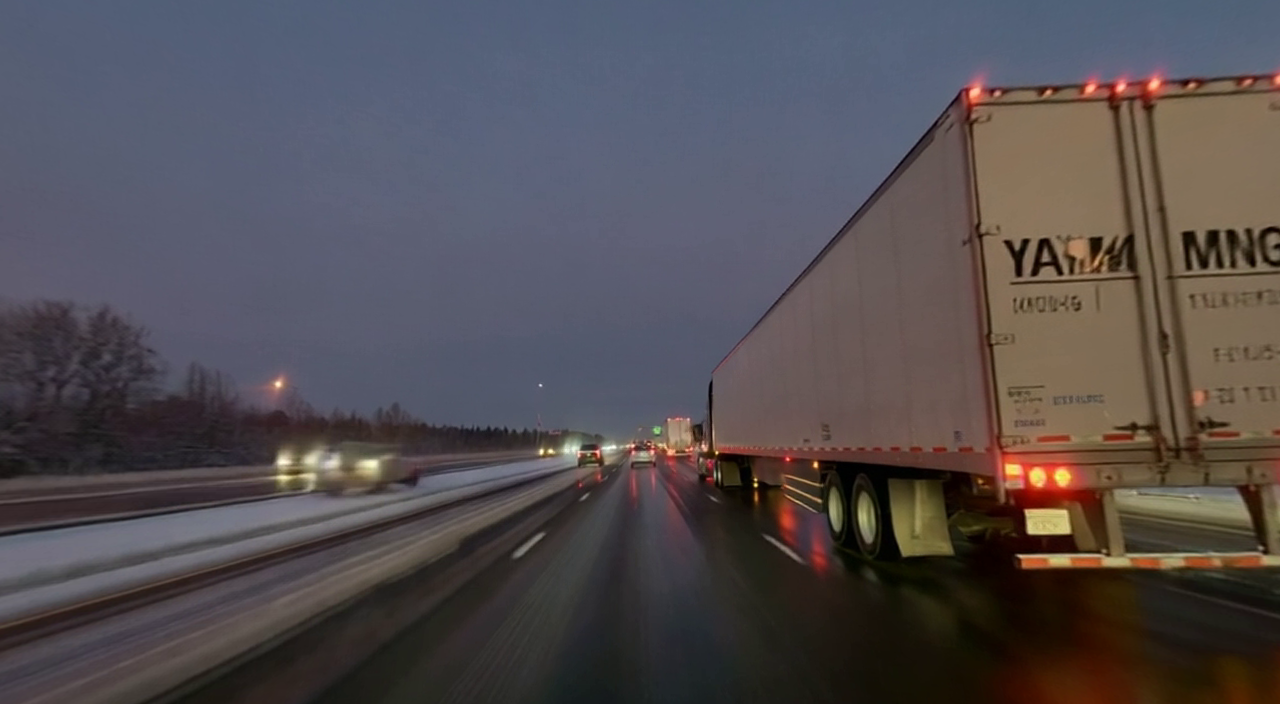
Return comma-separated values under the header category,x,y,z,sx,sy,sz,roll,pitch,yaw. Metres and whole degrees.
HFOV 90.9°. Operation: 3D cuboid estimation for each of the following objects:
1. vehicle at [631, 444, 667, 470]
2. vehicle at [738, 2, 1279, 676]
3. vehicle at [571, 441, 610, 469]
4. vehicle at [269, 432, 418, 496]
category,x,y,z,sx,sy,sz,roll,pitch,yaw
vehicle,0.496,6.352,38.228,2.063,1.469,4.208,0,-9,0
vehicle,3.950,0.701,9.973,2.821,4.077,12.562,0,-9,0
vehicle,-3.108,6.548,40.262,2.058,1.711,4.226,-1,-9,1
vehicle,-8.852,3.398,19.490,2.076,1.678,5.116,0,-9,1
